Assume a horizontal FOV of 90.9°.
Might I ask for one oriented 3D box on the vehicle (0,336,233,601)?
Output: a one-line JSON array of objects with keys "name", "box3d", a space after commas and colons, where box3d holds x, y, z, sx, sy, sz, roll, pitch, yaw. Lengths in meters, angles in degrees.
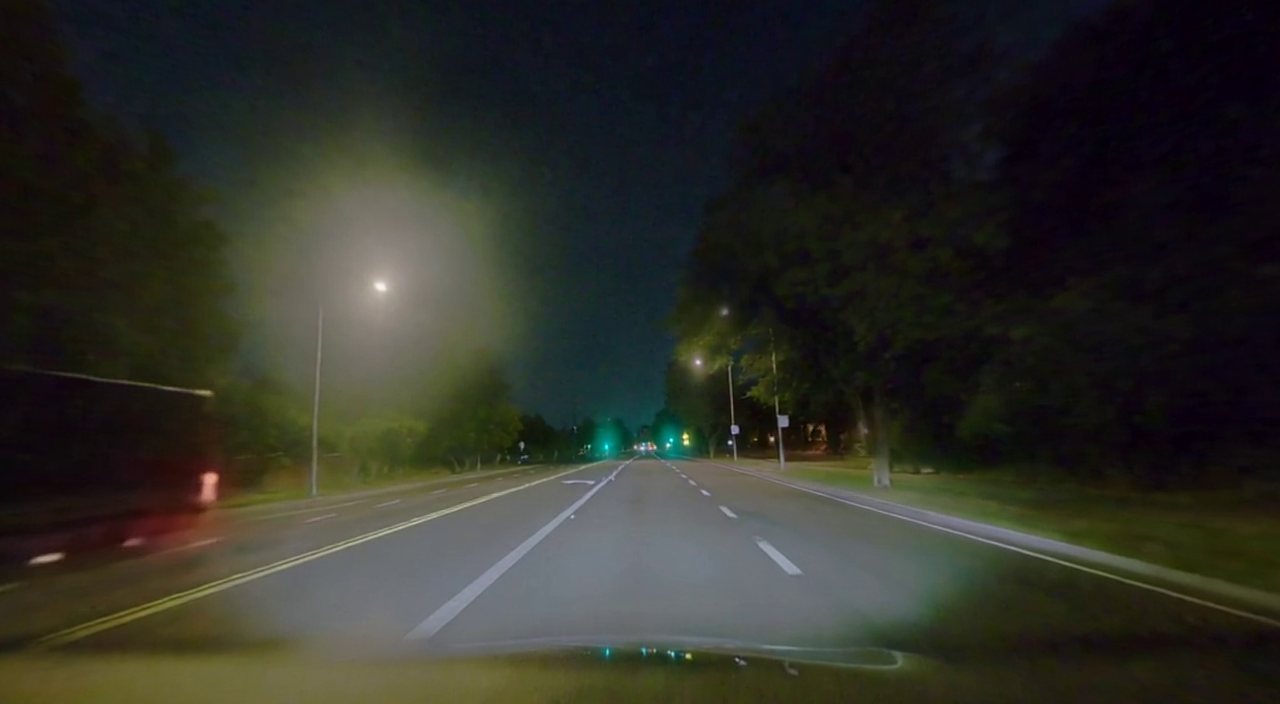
[{"name": "vehicle", "box3d": [-9.052, 1.378, 7.451, 2.757, 3.141, 8.316, 0, -8, 1]}]
